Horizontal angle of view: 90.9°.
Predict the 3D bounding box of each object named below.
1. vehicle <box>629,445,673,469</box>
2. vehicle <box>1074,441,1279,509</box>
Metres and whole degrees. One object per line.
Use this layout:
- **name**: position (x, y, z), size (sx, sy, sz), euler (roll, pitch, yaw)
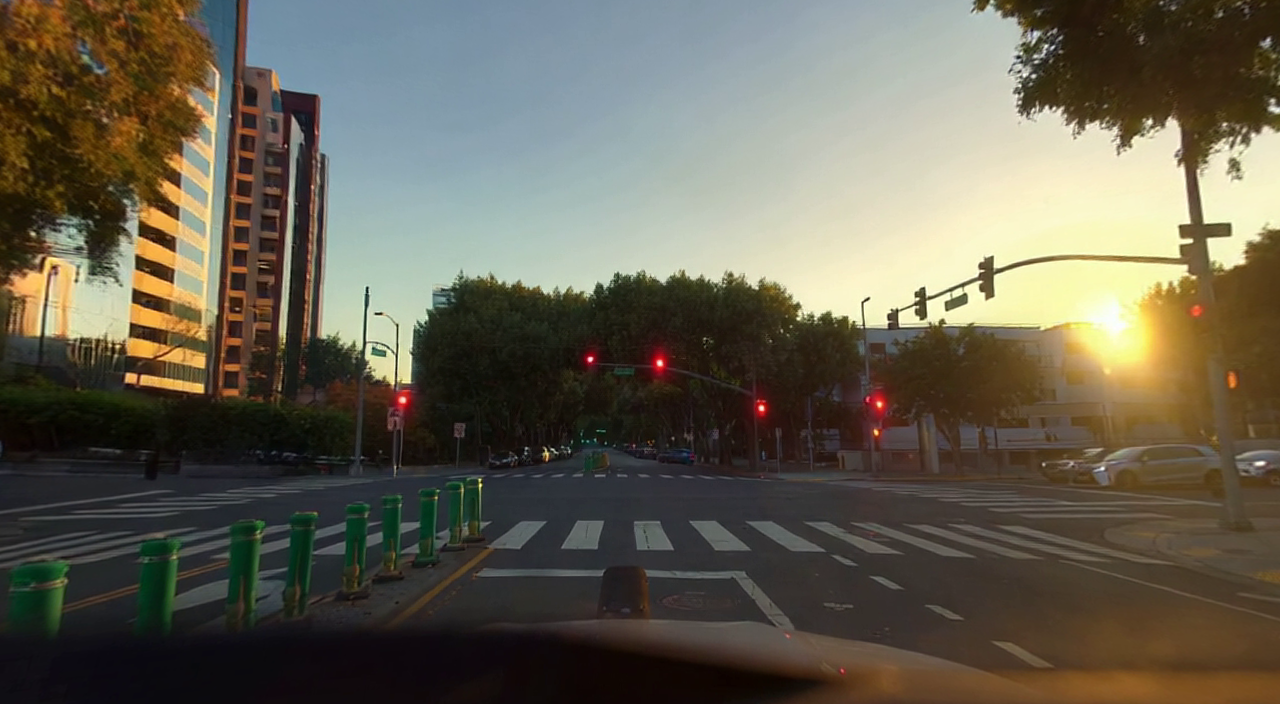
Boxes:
- **vehicle**: position (0.711, 7.157, 43.221), size (1.972, 1.522, 4.368), euler (2, -9, -14)
- **vehicle**: position (12.983, 2.792, 14.571), size (4.424, 1.436, 1.804), euler (-1, -8, 5)
